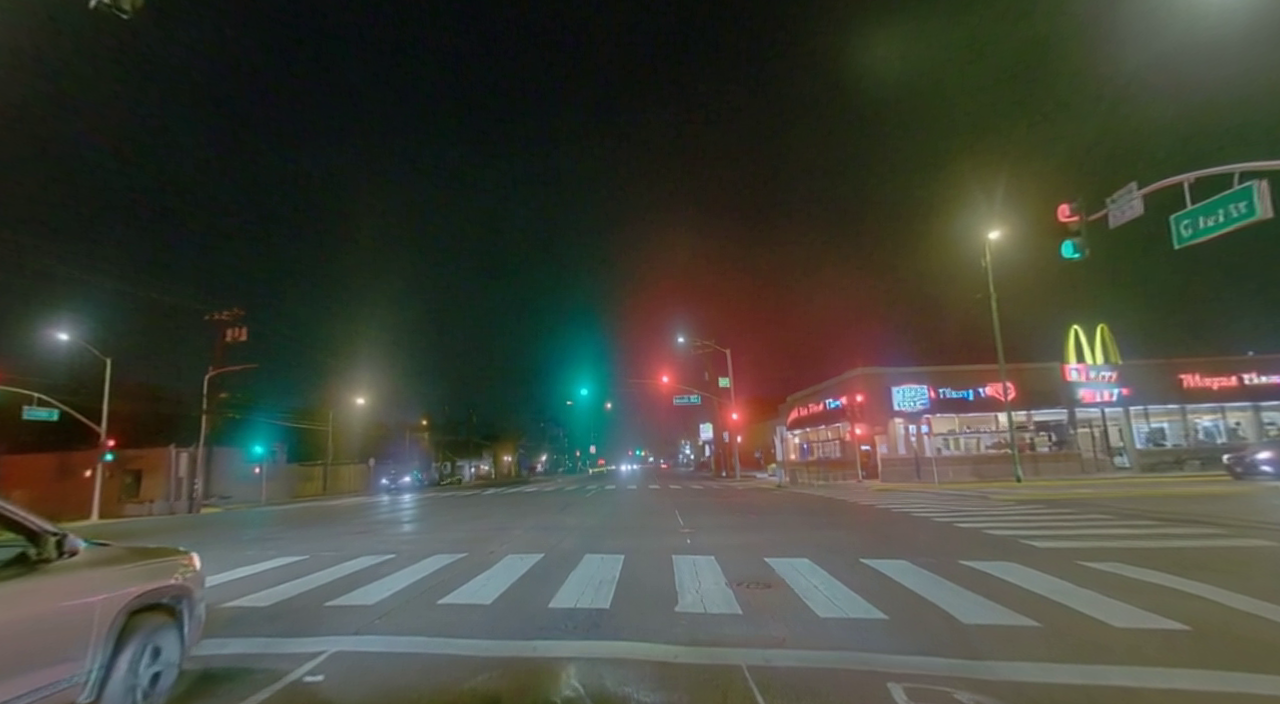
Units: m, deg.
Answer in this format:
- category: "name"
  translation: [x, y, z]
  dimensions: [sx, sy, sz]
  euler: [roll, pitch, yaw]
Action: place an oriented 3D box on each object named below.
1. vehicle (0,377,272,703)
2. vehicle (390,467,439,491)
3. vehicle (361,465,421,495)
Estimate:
- category: "vehicle"
  translation: [-3.411, 0.812, 1.580]
  dimensions: [2.081, 1.644, 4.523]
  euler: [0, -9, 2]
- category: "vehicle"
  translation: [-15.755, 8.904, 44.214]
  dimensions: [1.931, 1.471, 4.152]
  euler: [0, -9, 0]
- category: "vehicle"
  translation: [-19.221, 9.897, 48.945]
  dimensions: [2.227, 2.033, 5.614]
  euler: [0, -9, 2]
